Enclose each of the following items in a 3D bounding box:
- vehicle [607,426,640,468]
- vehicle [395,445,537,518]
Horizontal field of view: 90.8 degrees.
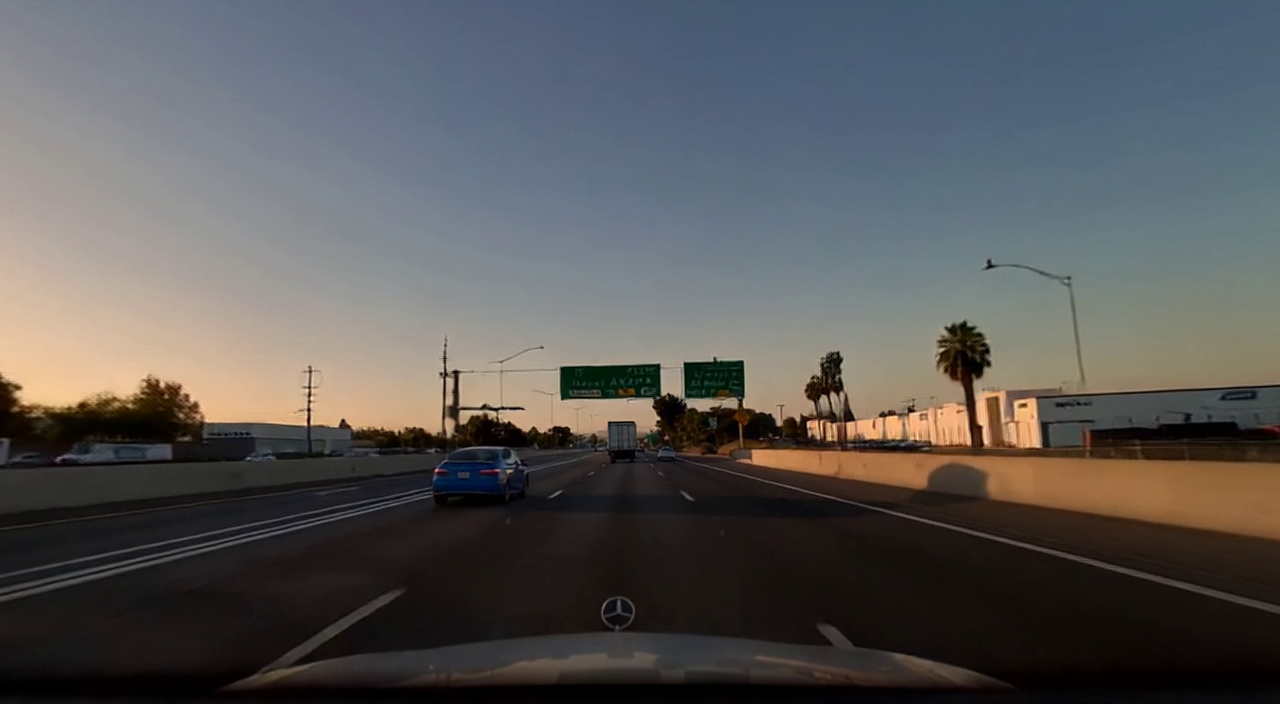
[{"bbox_3d":[-1.281,7.204,48.115,2.364,2.953,6.495,0,-9,-2],"label":"vehicle"},{"bbox_3d":[-3.850,2.926,14.887,2.097,1.447,4.291,0,-9,0],"label":"vehicle"}]
